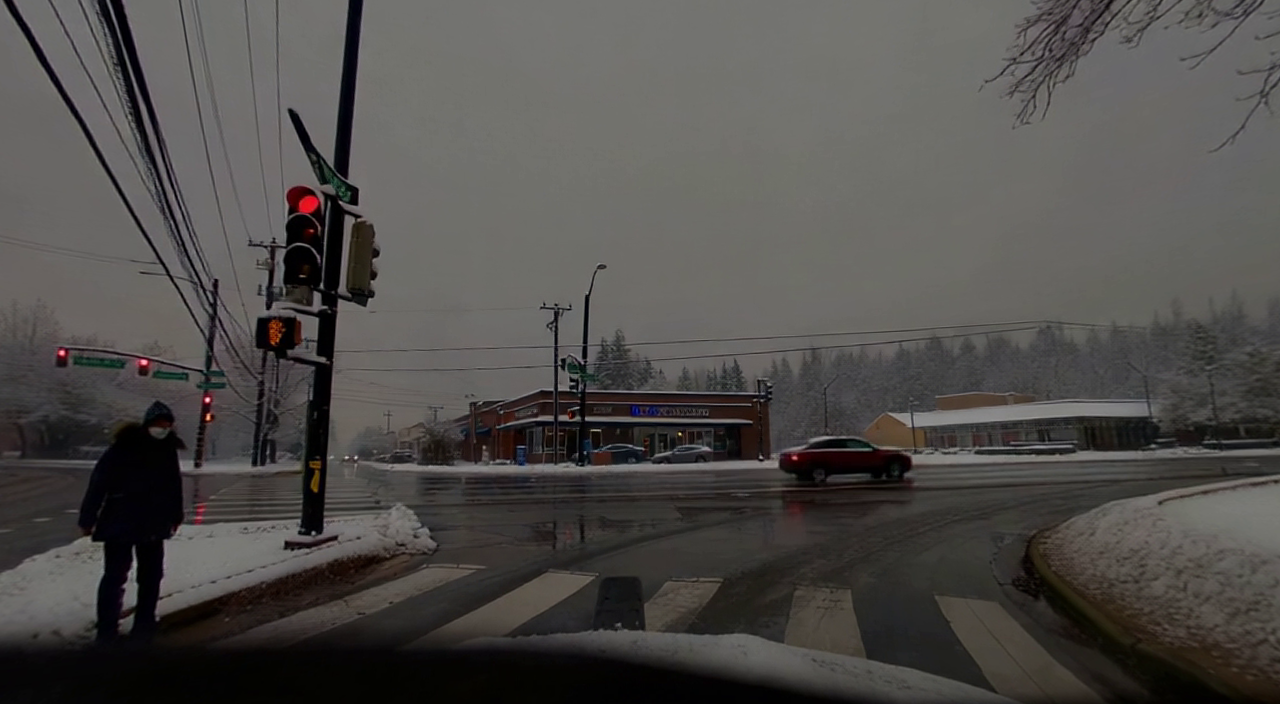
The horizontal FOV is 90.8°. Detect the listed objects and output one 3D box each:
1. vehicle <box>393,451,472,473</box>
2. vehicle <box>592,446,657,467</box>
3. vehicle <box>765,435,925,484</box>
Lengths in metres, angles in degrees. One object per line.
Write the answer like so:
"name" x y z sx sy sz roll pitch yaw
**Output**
"vehicle" -14.127 7.444 42.987 4.837 1.407 1.818 4 -9 -26
"vehicle" -1.133 7.553 45.818 4.391 1.451 1.717 4 -9 -26
"vehicle" 6.842 3.565 21.205 4.700 1.479 2.095 3 -9 -17
